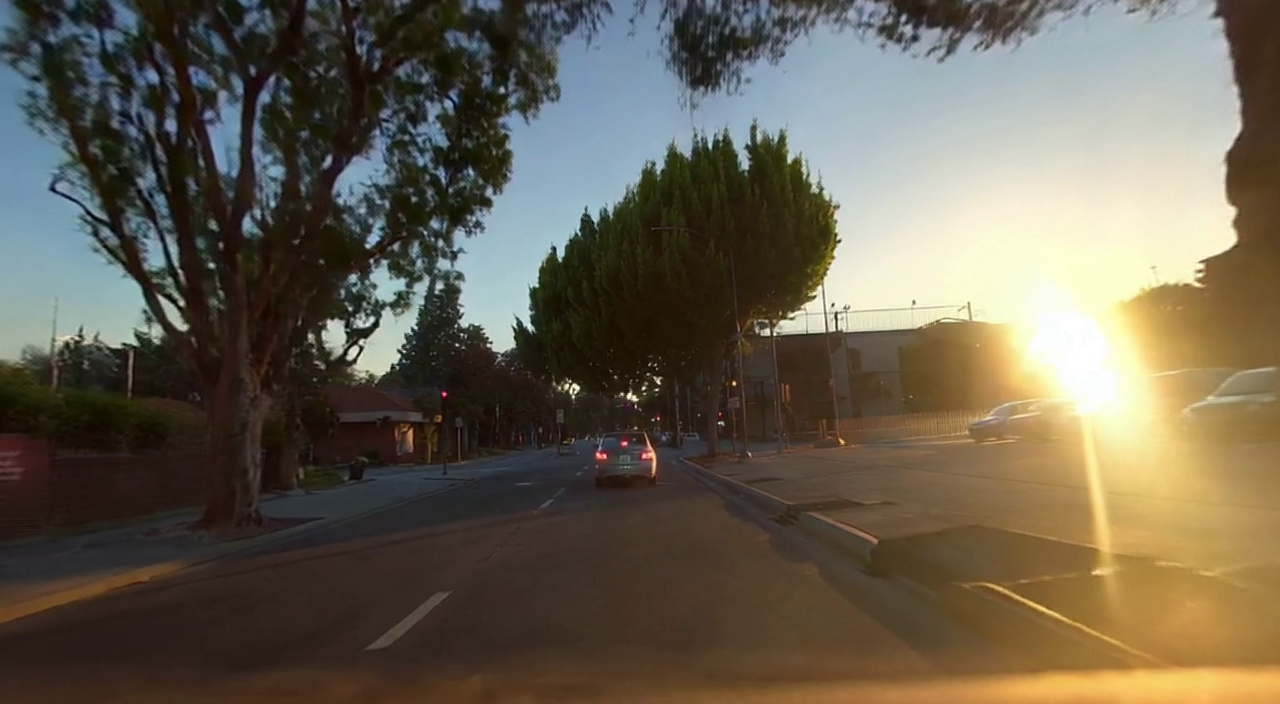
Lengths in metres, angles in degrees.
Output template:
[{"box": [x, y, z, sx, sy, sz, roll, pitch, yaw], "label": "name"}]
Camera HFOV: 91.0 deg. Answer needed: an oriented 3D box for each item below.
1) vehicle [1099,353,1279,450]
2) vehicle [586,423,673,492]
[{"box": [12.743, 1.080, 13.258, 4.350, 1.867, 2.091, -1, -7, 6], "label": "vehicle"}, {"box": [-0.242, 2.876, 17.495, 2.142, 1.686, 3.816, 0, -8, 1], "label": "vehicle"}]
